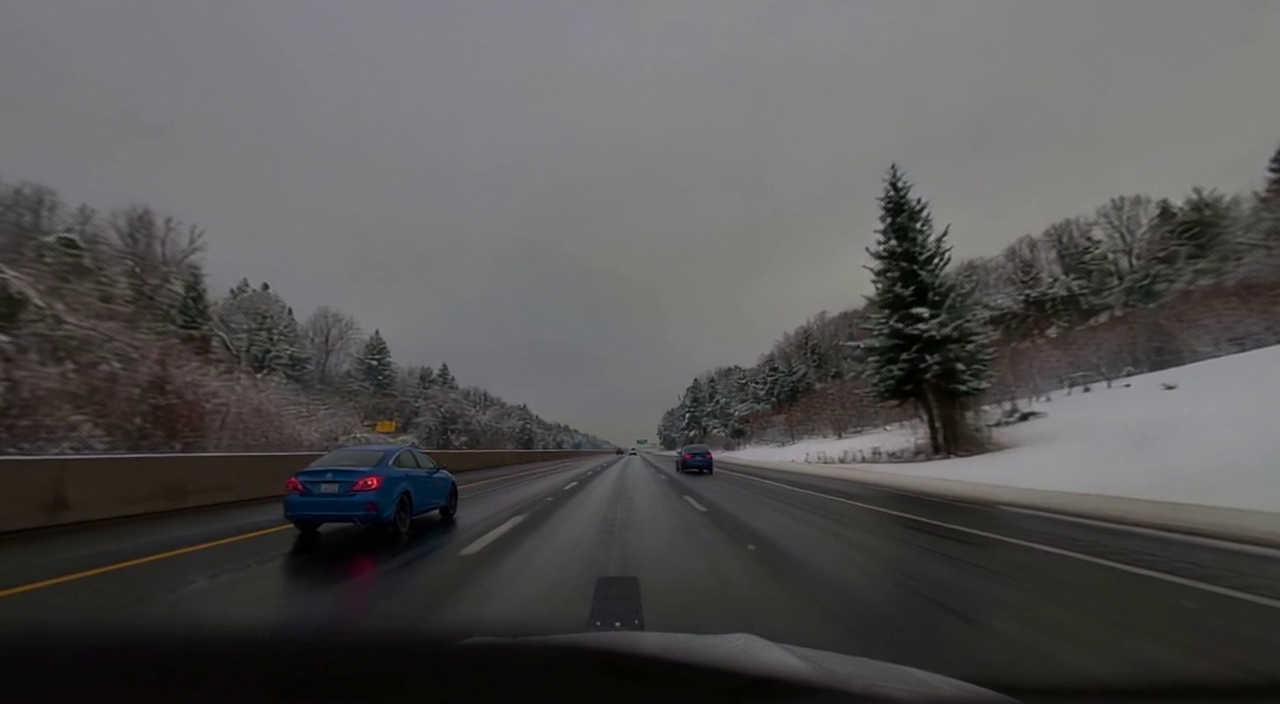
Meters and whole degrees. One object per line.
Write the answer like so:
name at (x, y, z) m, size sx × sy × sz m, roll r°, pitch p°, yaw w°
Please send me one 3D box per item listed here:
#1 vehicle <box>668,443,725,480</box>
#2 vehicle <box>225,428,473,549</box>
vehicle at (2.614, 5.201, 30.238) m, size 2.146 × 1.573 × 4.661 m, roll 0°, pitch -9°, yaw -2°
vehicle at (-4.366, 2.108, 10.420) m, size 2.010 × 1.550 × 4.376 m, roll 0°, pitch -9°, yaw 0°
